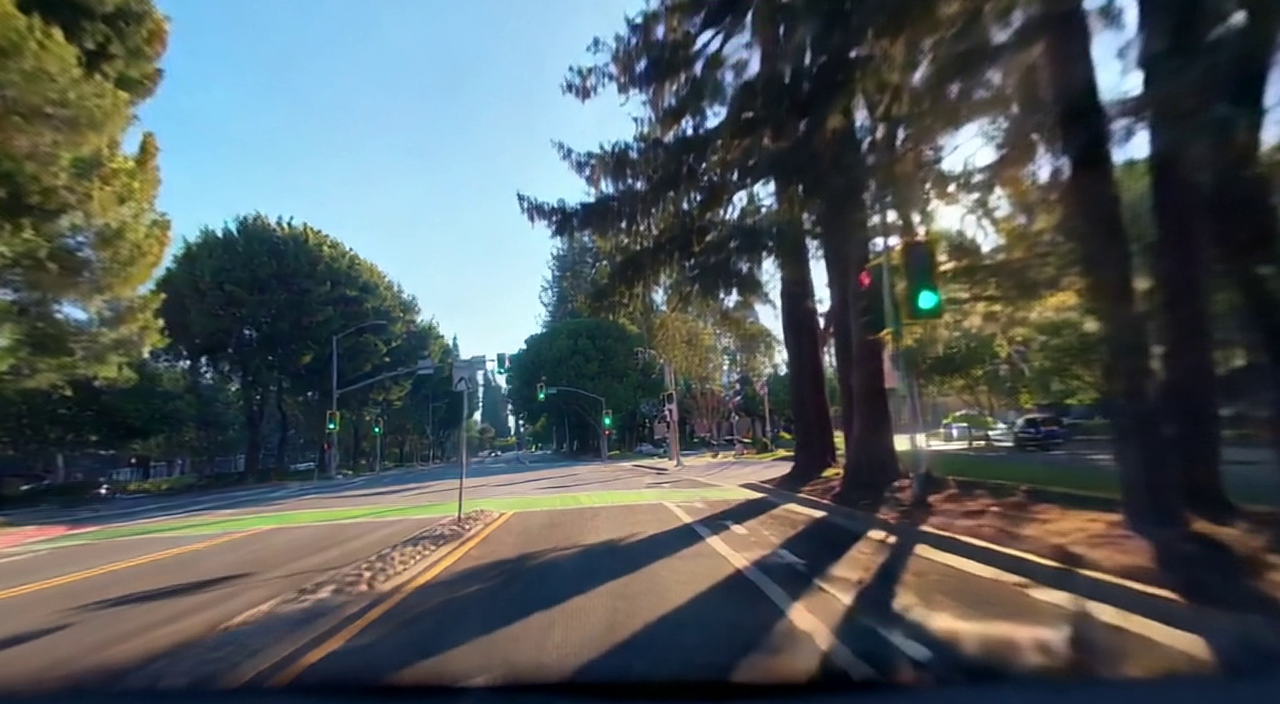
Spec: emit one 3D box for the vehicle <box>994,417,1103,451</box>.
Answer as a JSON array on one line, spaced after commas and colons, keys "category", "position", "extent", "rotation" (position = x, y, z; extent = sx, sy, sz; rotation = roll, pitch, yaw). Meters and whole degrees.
[{"category": "vehicle", "position": [19.252, 3.904, 30.012], "extent": [1.908, 1.467, 4.117], "rotation": [3, -8, -12]}]
